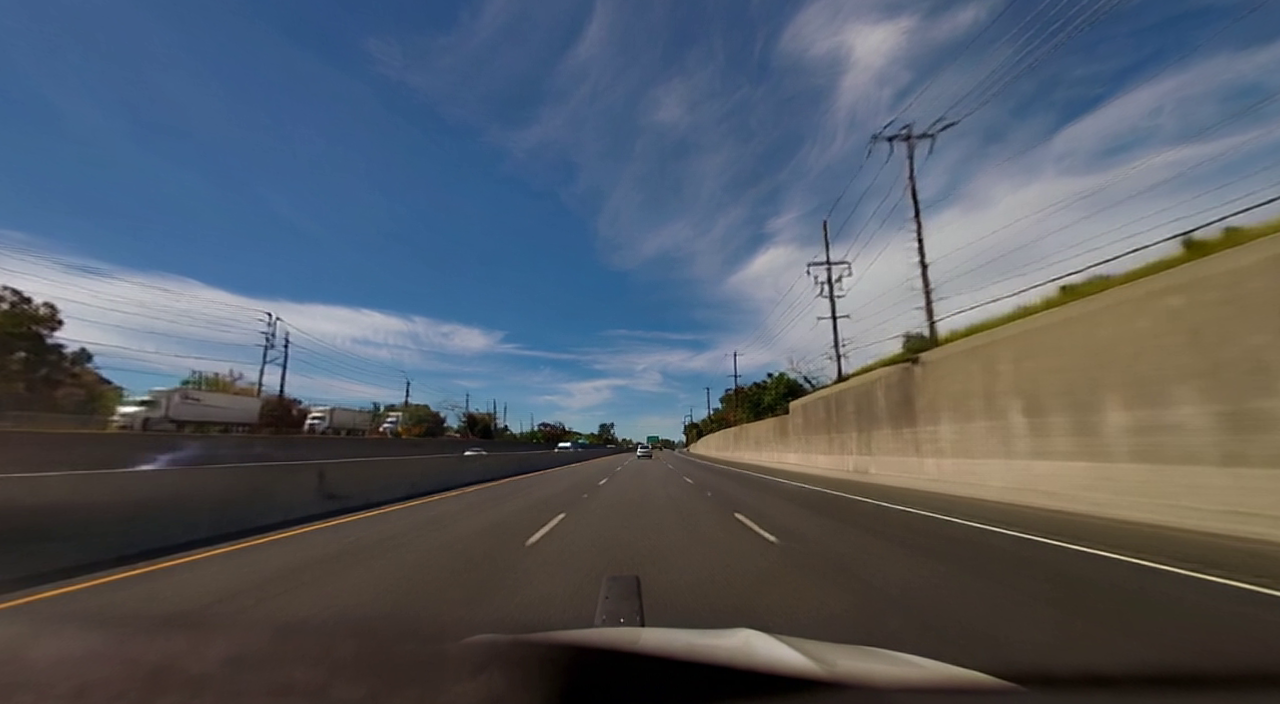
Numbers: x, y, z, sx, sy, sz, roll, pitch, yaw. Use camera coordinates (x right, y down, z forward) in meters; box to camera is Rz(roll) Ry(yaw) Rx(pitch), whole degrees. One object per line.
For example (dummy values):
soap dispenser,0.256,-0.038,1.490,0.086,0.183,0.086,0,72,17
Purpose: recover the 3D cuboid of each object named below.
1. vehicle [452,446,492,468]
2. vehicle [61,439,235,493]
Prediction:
vehicle,-11.078,6.971,41.875,1.551,1.382,3.595,0,-10,2
vehicle,-14.750,3.425,19.303,1.822,1.434,4.298,0,-9,0
